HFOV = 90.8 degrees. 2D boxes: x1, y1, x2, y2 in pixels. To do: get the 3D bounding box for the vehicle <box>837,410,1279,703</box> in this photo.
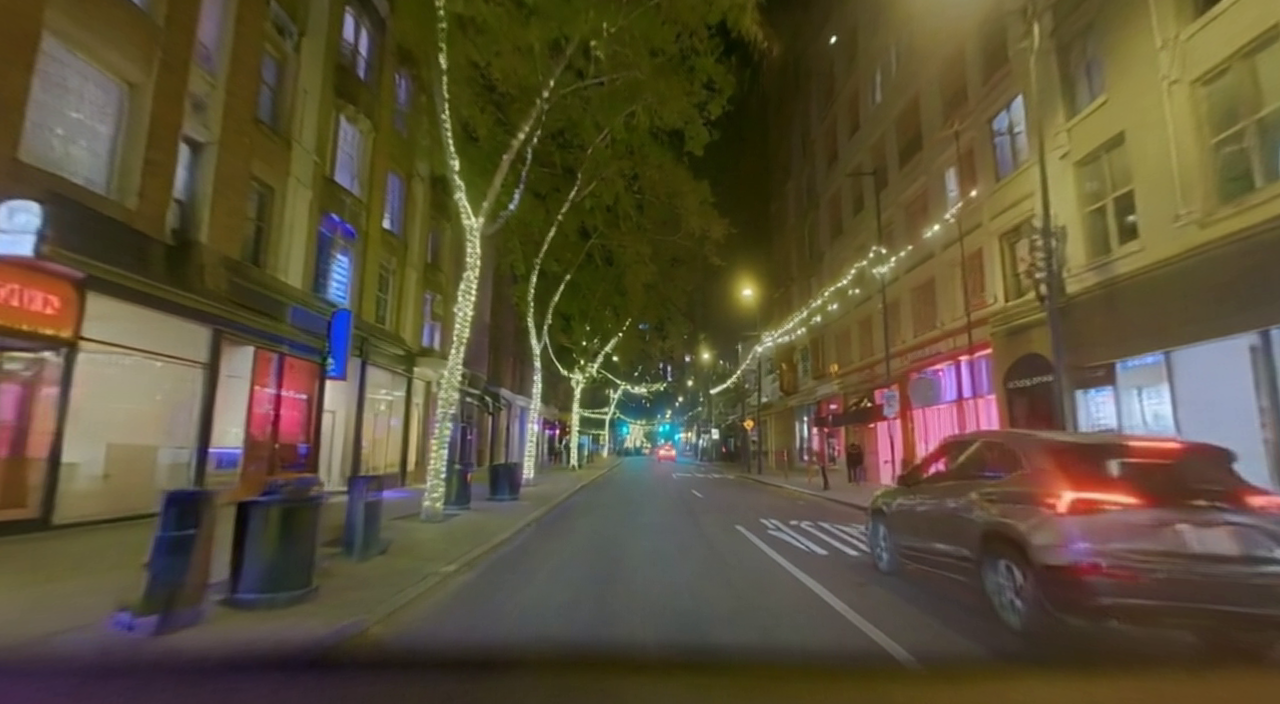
[{"bbox_3d":[3.474,1.420,5.622,1.971,1.559,4.326,0,-9,-1],"label":"vehicle"}]
